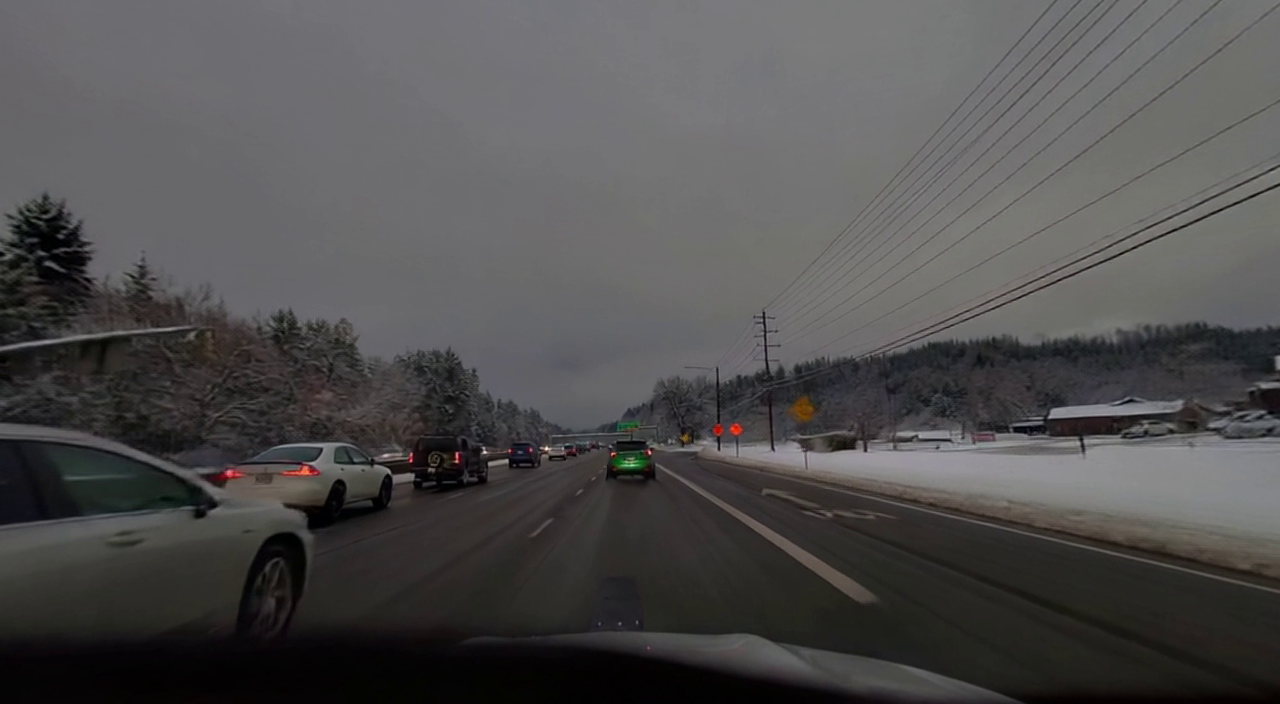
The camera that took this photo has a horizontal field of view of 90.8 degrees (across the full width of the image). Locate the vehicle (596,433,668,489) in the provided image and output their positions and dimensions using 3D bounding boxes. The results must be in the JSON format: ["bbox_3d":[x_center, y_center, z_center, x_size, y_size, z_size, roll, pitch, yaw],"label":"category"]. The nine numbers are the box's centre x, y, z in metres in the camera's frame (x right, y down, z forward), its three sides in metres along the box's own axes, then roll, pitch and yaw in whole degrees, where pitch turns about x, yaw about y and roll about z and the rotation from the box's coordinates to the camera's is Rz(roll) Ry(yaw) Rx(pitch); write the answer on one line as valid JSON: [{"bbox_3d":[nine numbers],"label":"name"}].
[{"bbox_3d":[-0.287,3.570,20.989,2.140,1.653,4.108,0,-9,-1],"label":"vehicle"}]

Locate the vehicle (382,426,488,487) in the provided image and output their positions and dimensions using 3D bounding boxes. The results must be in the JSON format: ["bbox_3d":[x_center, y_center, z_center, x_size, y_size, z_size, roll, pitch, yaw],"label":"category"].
[{"bbox_3d":[-7.094,3.694,22.545,2.144,1.905,4.967,0,-8,0],"label":"vehicle"}]

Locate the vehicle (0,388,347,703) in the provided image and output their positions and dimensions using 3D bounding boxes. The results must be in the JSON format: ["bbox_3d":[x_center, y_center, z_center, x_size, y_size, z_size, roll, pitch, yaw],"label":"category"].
[{"bbox_3d":[-3.155,0.889,2.073,2.174,1.510,4.636,0,-9,0],"label":"vehicle"}]

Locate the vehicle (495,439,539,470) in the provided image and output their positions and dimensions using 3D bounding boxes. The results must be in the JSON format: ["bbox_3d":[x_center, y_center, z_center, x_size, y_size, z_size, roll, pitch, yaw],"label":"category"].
[{"bbox_3d":[-7.381,6.205,38.385,1.914,1.756,4.179,0,-8,-1],"label":"vehicle"}]
